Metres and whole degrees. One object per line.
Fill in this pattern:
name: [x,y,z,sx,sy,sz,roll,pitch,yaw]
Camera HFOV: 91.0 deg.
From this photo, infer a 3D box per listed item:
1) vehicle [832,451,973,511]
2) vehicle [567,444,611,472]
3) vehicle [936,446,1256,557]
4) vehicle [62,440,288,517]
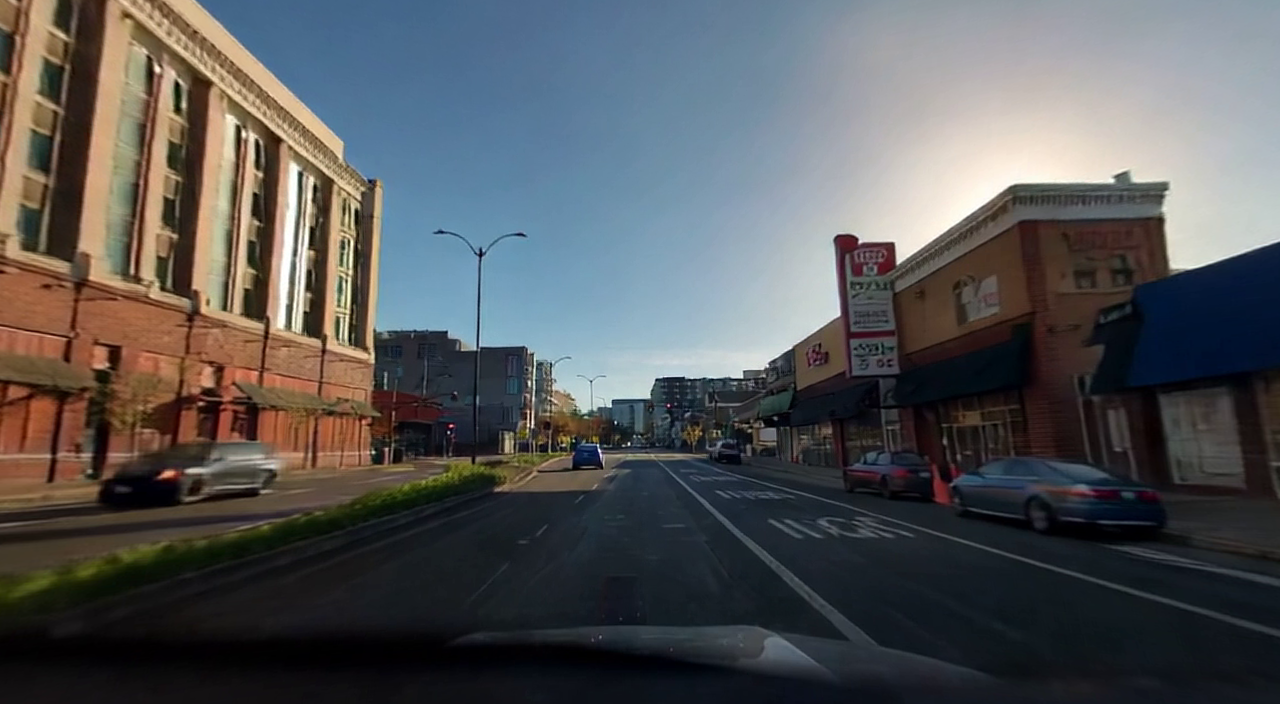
vehicle: [7.269,3.591,18.049,2.009,1.429,4.562,0,-9,-1]
vehicle: [-2.825,5.961,35.599,2.078,1.471,4.217,0,-9,0]
vehicle: [7.392,2.417,11.079,1.968,1.493,4.878,0,-9,0]
vehicle: [-10.375,2.822,14.560,2.051,1.492,4.132,0,-9,0]
